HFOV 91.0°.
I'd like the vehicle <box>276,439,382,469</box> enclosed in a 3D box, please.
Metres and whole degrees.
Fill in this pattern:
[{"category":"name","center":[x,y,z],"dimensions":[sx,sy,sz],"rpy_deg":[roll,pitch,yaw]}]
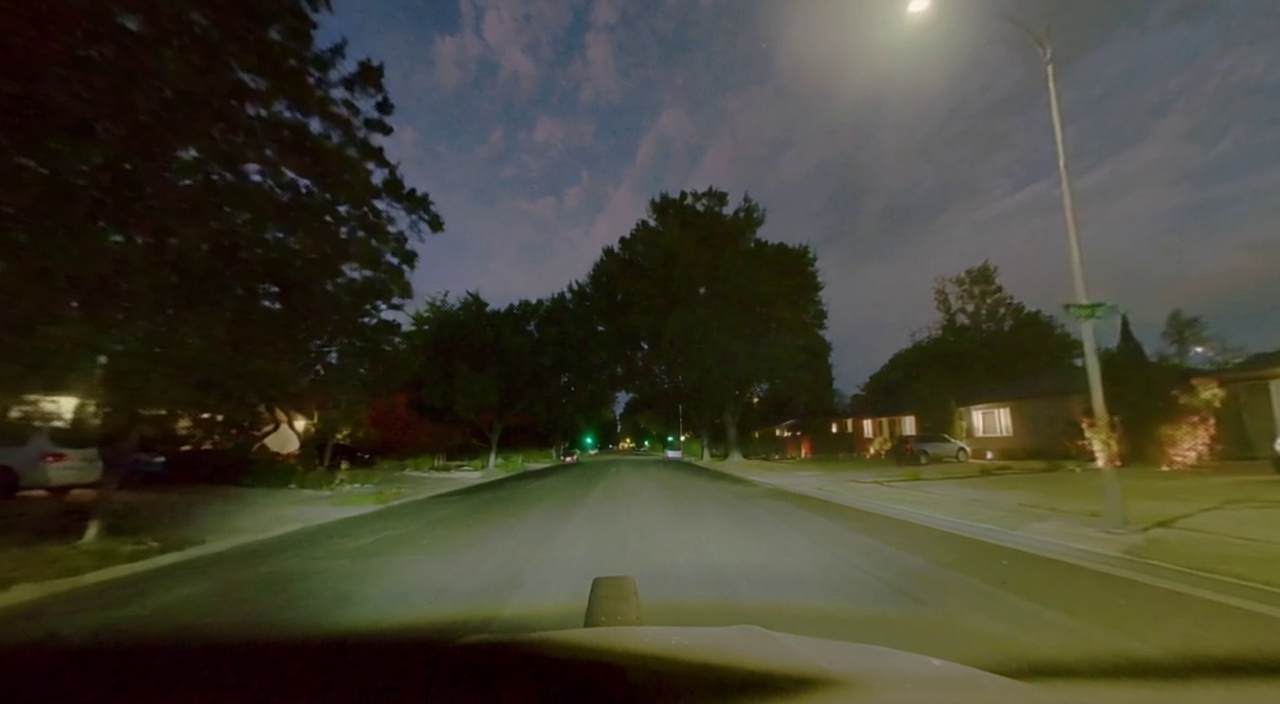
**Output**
[{"category":"vehicle","center":[-15.974,5.246,32.504],"dimensions":[4.351,1.474,2.015],"rpy_deg":[0,-9,-2]}]

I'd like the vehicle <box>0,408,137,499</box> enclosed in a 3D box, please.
[{"category":"vehicle","center":[-15.629,2.420,15.078],"dimensions":[2.575,2.031,5.155],"rpy_deg":[-8,-11,44]}]

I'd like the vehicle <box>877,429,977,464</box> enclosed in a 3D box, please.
[{"category":"vehicle","center":[15.109,4.976,33.162],"dimensions":[4.468,1.728,2.135],"rpy_deg":[3,-9,-20]}]
